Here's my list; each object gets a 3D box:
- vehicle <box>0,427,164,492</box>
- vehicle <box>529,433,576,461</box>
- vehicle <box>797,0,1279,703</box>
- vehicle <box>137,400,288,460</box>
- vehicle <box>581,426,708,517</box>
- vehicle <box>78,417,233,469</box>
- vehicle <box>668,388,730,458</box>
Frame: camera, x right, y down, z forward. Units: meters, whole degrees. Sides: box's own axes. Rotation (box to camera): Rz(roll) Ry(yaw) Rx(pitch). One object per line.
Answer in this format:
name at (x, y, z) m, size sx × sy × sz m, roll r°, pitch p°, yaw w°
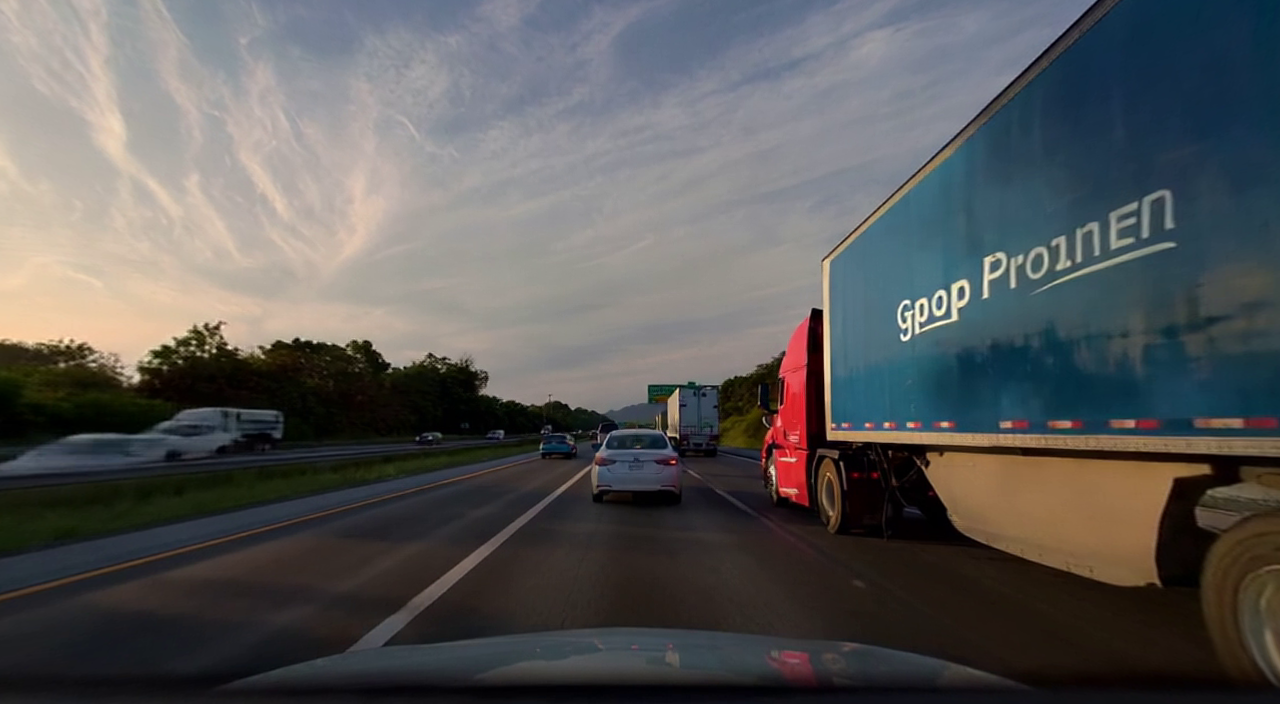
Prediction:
vehicle at (-15.891, 2.880, 17.484) m, size 1.835 × 1.541 × 4.415 m, roll 0°, pitch -7°, yaw 2°
vehicle at (-4.754, 5.202, 34.893) m, size 1.983 × 1.434 × 4.451 m, roll 0°, pitch -8°, yaw 0°
vehicle at (4.121, -0.211, 3.458) m, size 2.816 × 4.070 × 14.136 m, roll 0°, pitch -8°, yaw 0°
vehicle at (-23.104, 4.316, 34.731) m, size 2.607 × 2.931 × 7.726 m, roll 0°, pitch -7°, yaw 2°
vehicle at (0.034, 2.156, 11.920) m, size 2.021 × 1.435 × 3.611 m, roll 0°, pitch -8°, yaw -1°
vehicle at (-18.882, 3.573, 24.923) m, size 2.139 × 1.859 × 4.845 m, roll 0°, pitch -8°, yaw 2°
vehicle at (3.736, 5.064, 43.597) m, size 2.869 × 4.067 × 13.731 m, roll 0°, pitch -8°, yaw 0°
